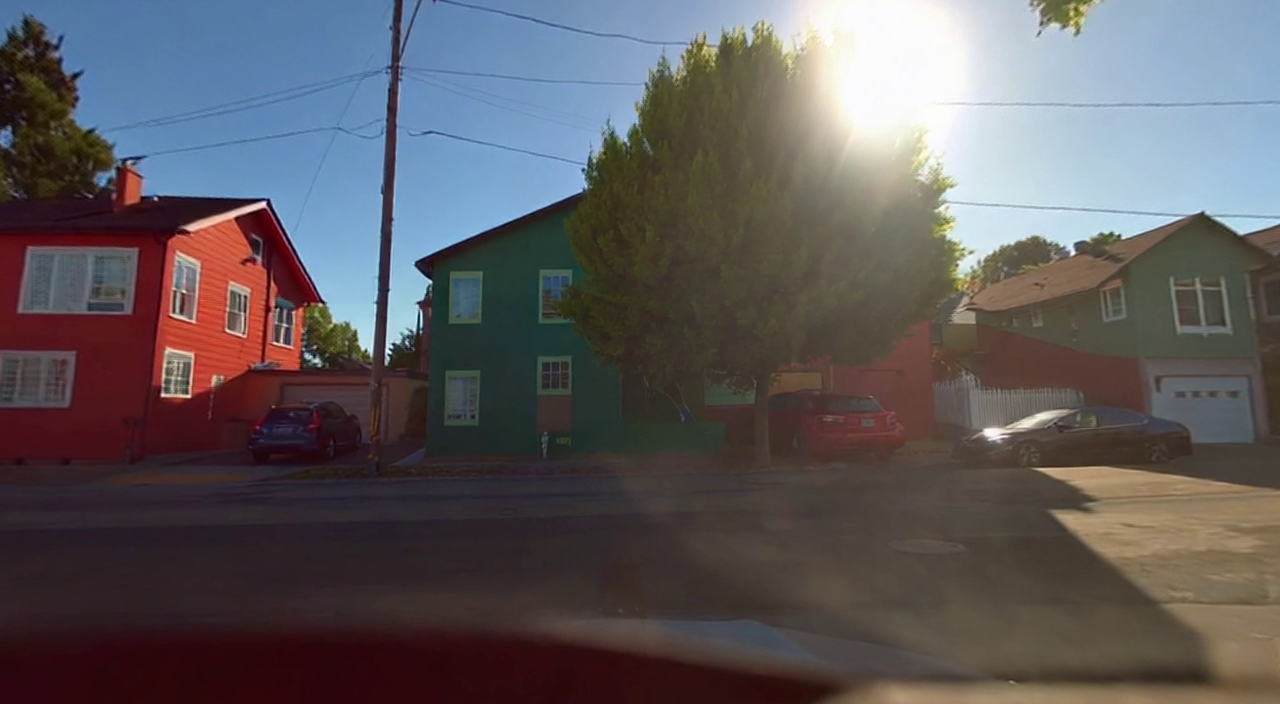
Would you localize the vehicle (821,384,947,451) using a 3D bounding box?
[{"bbox_3d":[7.076,2.053,18.798,2.053,1.756,4.034,0,-9,-1],"label":"vehicle"}]

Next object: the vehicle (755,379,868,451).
[{"bbox_3d":[4.891,1.922,18.692,2.081,1.891,4.367,0,-7,-1],"label":"vehicle"}]

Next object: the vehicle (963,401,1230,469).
[{"bbox_3d":[10.482,1.952,14.779,4.644,1.482,1.997,0,-8,1],"label":"vehicle"}]

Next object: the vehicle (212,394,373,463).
[{"bbox_3d":[-9.931,2.307,18.559,2.091,1.760,4.760,0,-8,-1],"label":"vehicle"}]
